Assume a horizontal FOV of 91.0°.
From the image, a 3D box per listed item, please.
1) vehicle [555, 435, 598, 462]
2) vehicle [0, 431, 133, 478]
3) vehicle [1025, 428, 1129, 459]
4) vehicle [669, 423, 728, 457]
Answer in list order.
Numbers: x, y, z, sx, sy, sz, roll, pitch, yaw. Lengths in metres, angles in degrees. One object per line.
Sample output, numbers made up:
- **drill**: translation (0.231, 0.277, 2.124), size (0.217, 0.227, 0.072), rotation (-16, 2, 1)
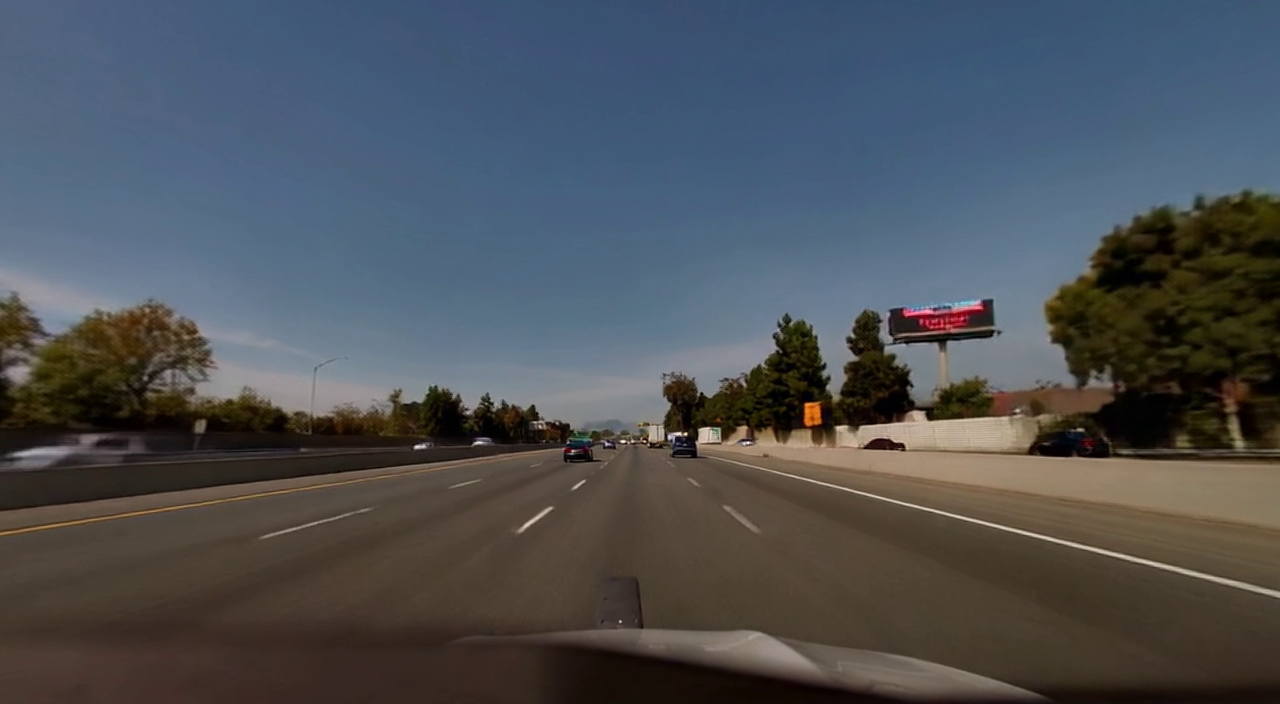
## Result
- **vehicle**: translation (-3.644, 5.658, 36.938), size (2.066, 1.500, 4.415), rotation (0, -8, 0)
- **vehicle**: translation (-21.012, 3.724, 23.058), size (1.725, 1.551, 3.763), rotation (0, -8, 0)
- **vehicle**: translation (28.155, 5.936, 40.727), size (2.139, 1.881, 5.005), rotation (4, -9, -25)
- **vehicle**: translation (3.888, 6.363, 45.164), size (3.042, 2.004, 14.051), rotation (0, -8, 1)
